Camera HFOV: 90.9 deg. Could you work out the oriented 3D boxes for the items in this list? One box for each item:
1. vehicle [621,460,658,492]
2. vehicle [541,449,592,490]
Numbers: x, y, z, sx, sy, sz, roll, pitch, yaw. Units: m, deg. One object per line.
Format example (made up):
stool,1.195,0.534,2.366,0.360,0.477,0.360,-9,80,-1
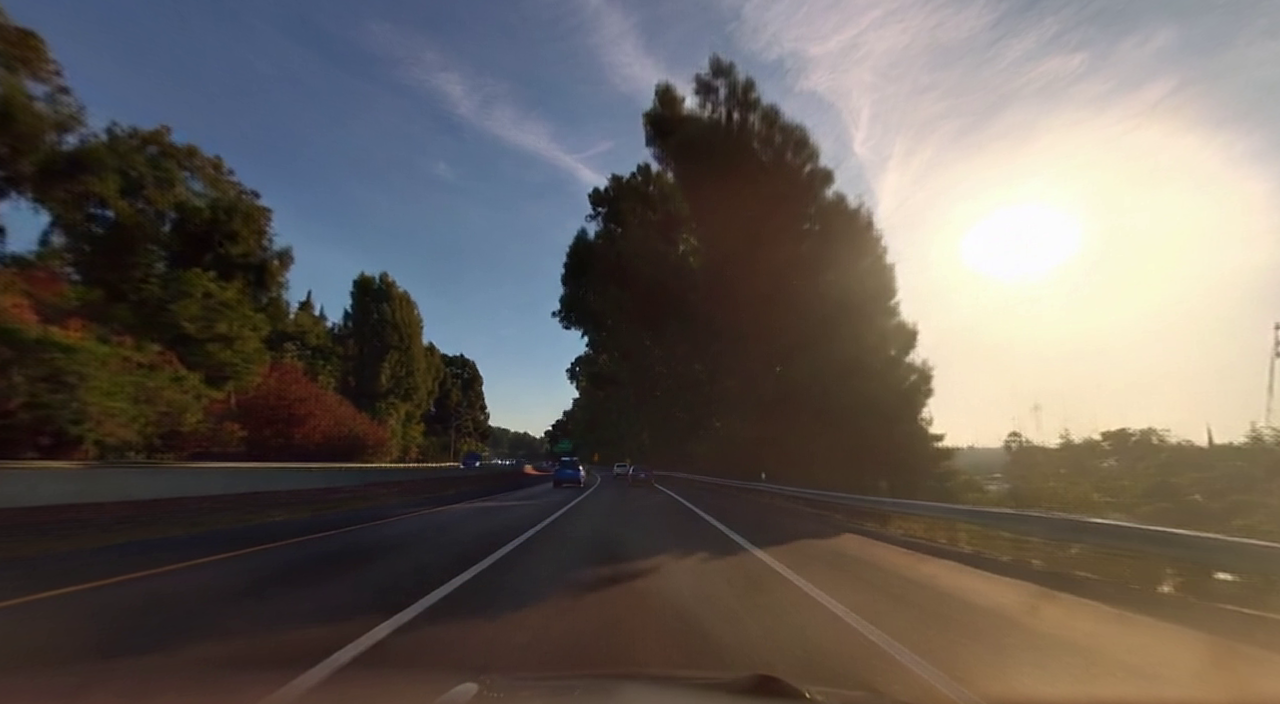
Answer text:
vehicle,-0.065,6.589,33.630,1.905,1.559,3.491,1,-10,-2
vehicle,-4.033,6.591,35.454,2.237,2.113,4.815,0,-10,0
